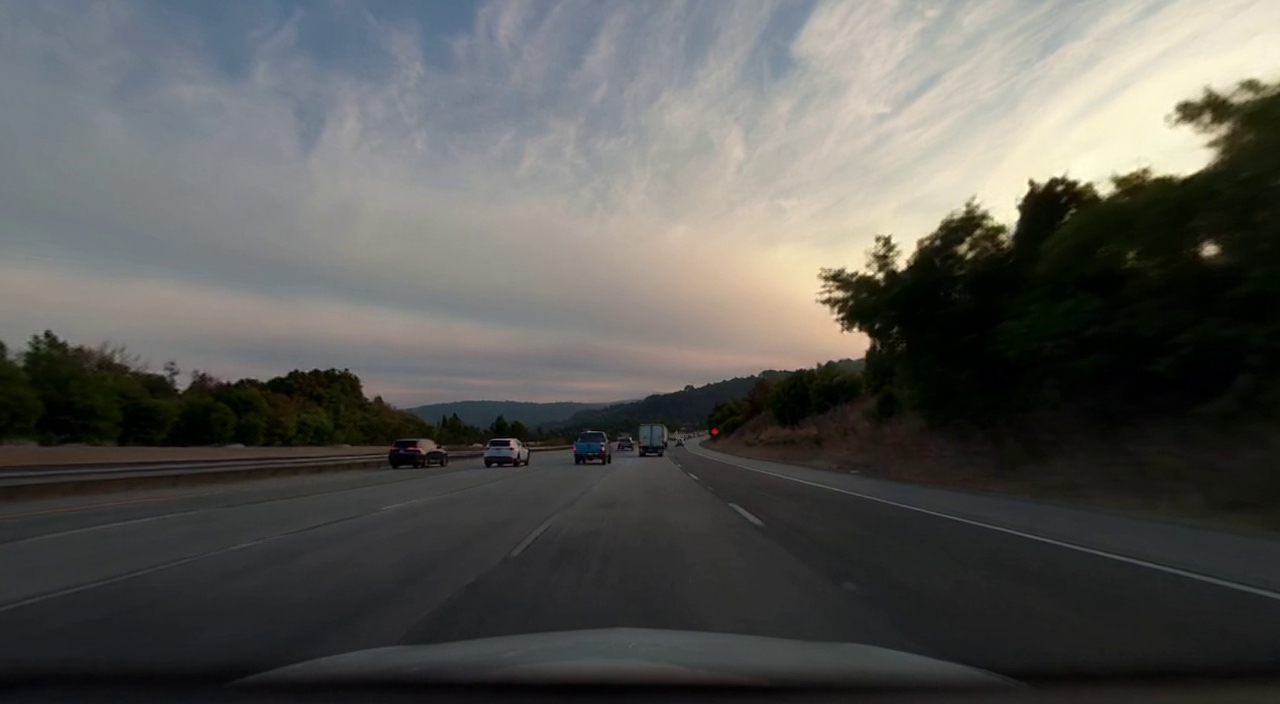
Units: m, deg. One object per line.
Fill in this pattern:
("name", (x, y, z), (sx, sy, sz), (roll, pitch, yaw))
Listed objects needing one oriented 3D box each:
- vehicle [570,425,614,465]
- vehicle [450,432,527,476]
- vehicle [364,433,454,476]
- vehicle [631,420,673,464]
("vehicle", (-3.155, 6.312, 42.749), (2.328, 2.519, 5.238), (0, -8, 3))
("vehicle", (-6.909, 4.728, 29.430), (2.206, 1.838, 4.889), (0, -8, 2))
("vehicle", (-10.625, 4.765, 29.578), (2.080, 1.777, 5.450), (0, -8, 0))
("vehicle", (0.821, 6.359, 44.607), (2.768, 2.854, 6.757), (0, -8, 1))
